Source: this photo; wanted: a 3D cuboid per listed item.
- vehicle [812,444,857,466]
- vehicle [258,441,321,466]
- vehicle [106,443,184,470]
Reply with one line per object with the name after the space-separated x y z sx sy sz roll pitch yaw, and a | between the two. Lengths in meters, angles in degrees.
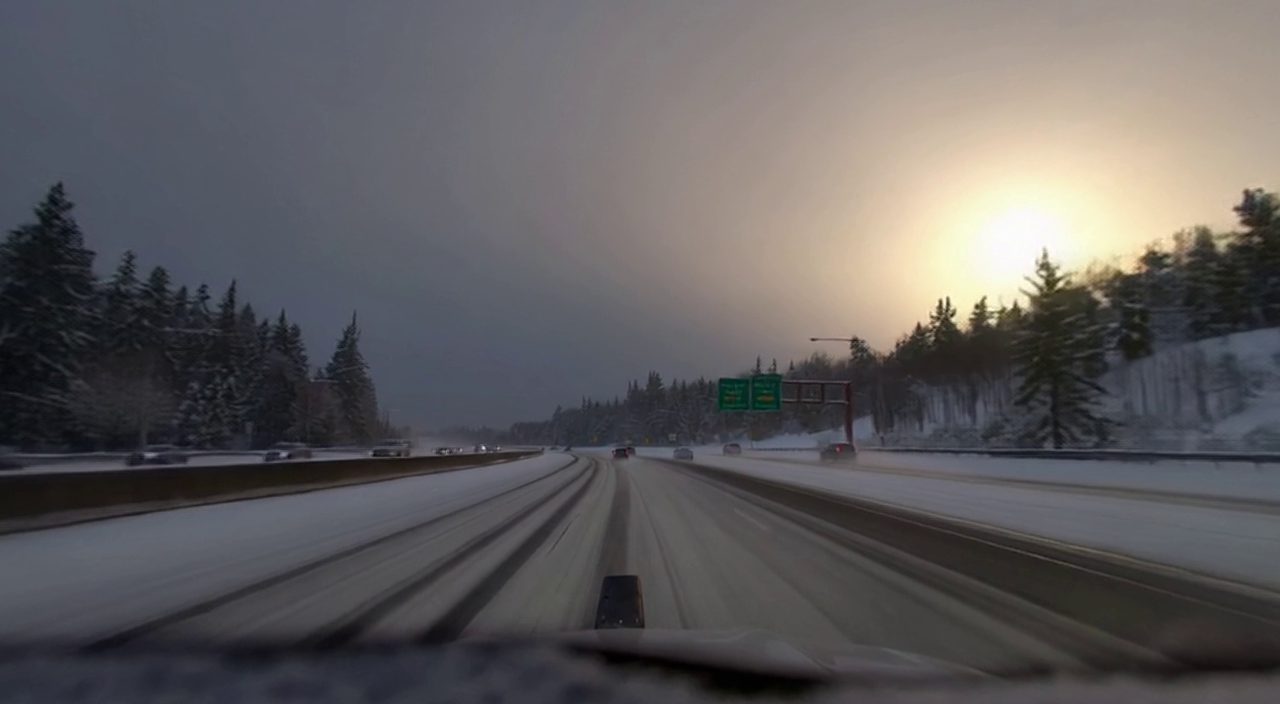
14.914 7.954 48.587 1.955 1.607 4.232 1 -9 -2 | vehicle
-25.400 7.380 45.828 1.947 1.673 4.711 1 -9 -2 | vehicle
-32.946 6.970 42.077 1.862 1.643 4.426 1 -9 -5 | vehicle
